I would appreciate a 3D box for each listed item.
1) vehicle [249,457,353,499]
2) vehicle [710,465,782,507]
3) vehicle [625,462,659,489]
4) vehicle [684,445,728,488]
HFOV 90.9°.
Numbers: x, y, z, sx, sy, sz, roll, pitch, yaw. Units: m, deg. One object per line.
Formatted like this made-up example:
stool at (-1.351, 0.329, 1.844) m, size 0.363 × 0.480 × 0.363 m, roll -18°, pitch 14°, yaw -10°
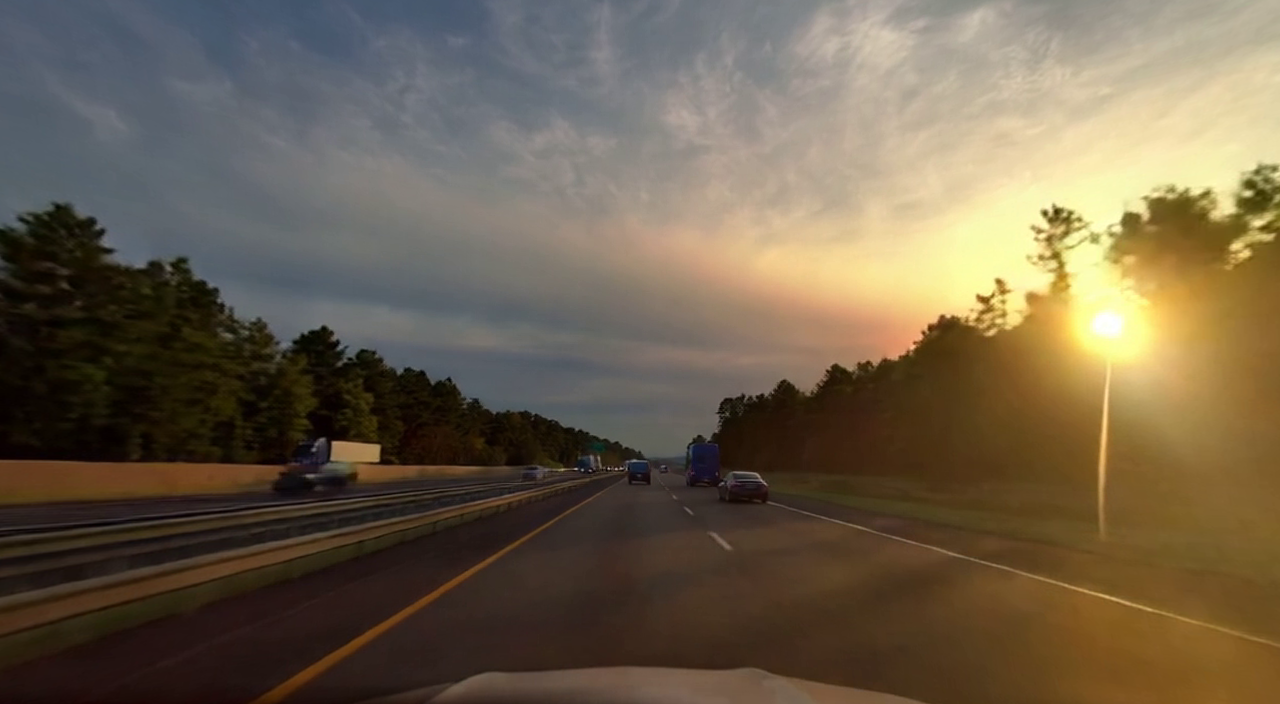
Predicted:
vehicle at (-13.493, 5.027, 25.365) m, size 1.971 × 1.518 × 3.749 m, roll 1°, pitch -10°, yaw 1°
vehicle at (4.323, 5.591, 26.650) m, size 2.073 × 1.532 × 4.969 m, roll 1°, pitch -10°, yaw -1°
vehicle at (0.153, 8.419, 43.008) m, size 2.212 × 1.717 × 4.452 m, roll 1°, pitch -10°, yaw 1°
vehicle at (4.907, 8.700, 47.775) m, size 2.563 × 2.975 × 6.941 m, roll 1°, pitch -10°, yaw 0°
